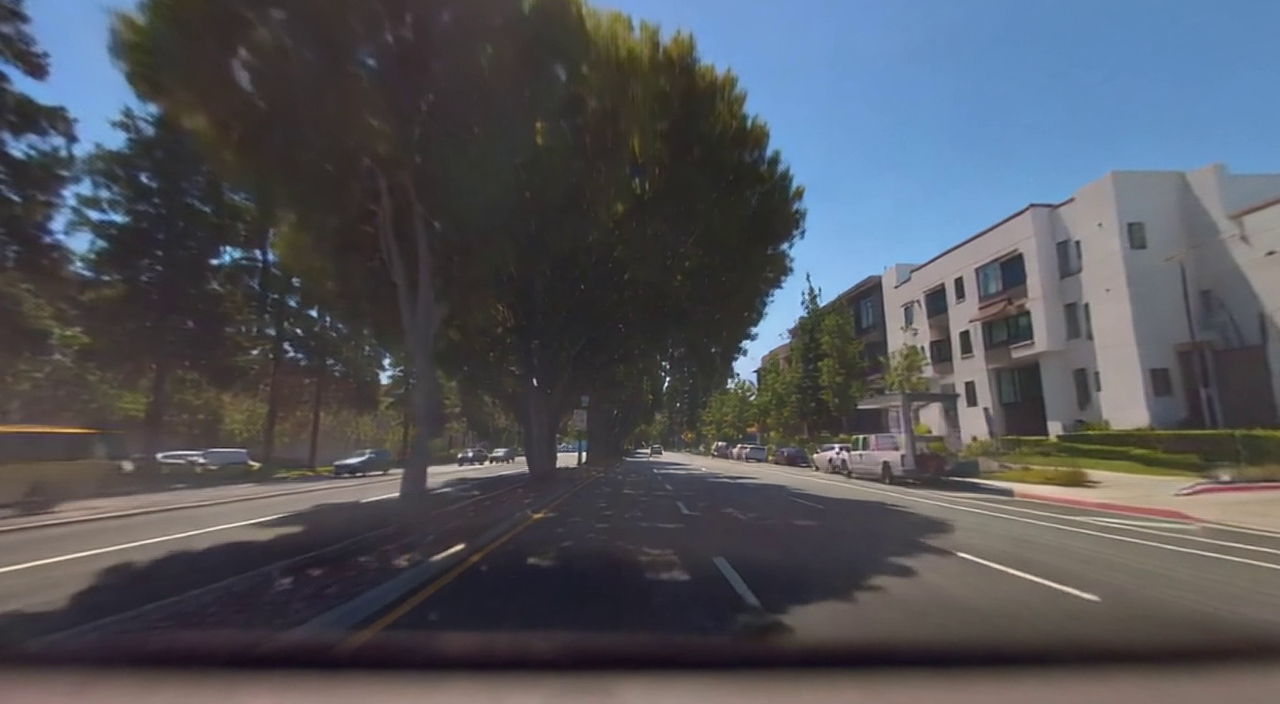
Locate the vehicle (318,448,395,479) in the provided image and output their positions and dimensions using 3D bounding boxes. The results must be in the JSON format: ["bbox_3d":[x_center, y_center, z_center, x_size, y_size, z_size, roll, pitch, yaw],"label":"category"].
[{"bbox_3d":[-15.331,6.027,34.458,2.011,1.496,4.650,0,-8,0],"label":"vehicle"}]

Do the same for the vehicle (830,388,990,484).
[{"bbox_3d":[9.683,3.226,23.844,2.670,3.016,7.732,0,-9,1],"label":"vehicle"}]

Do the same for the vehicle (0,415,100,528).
[{"bbox_3d":[-12.026,1.975,10.366,2.180,1.904,4.631,0,-9,0],"label":"vehicle"}]
